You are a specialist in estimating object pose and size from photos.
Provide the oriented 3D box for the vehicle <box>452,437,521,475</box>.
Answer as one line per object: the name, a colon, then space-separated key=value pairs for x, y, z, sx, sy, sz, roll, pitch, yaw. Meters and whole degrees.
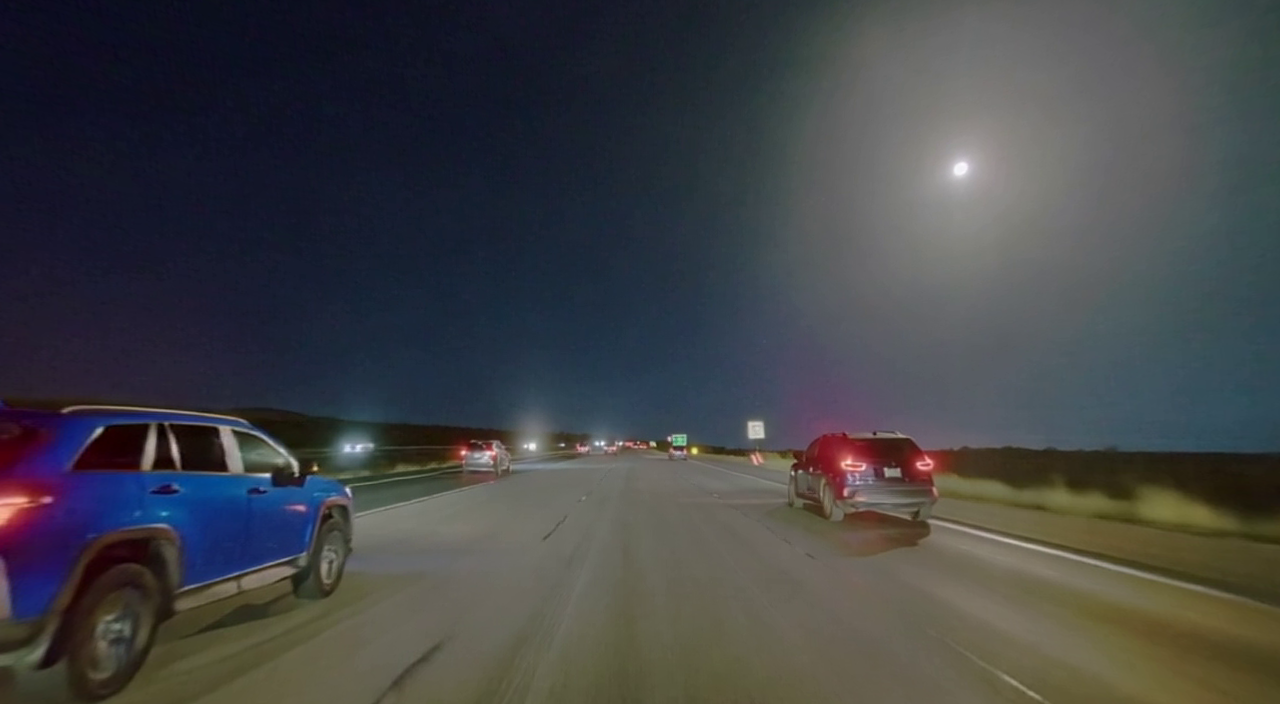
vehicle: x=-7.398 y=5.075 z=30.829 sx=2.095 sy=1.696 sz=4.680 roll=-1 pitch=-9 yaw=1

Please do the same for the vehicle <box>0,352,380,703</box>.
vehicle: x=-4.034 y=1.154 z=4.687 sx=2.214 sy=1.743 sz=4.465 roll=0 pitch=-9 yaw=1

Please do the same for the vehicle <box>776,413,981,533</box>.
vehicle: x=4.260 y=2.255 z=12.294 sx=2.153 sy=1.860 sz=4.689 roll=0 pitch=-9 yaw=0
